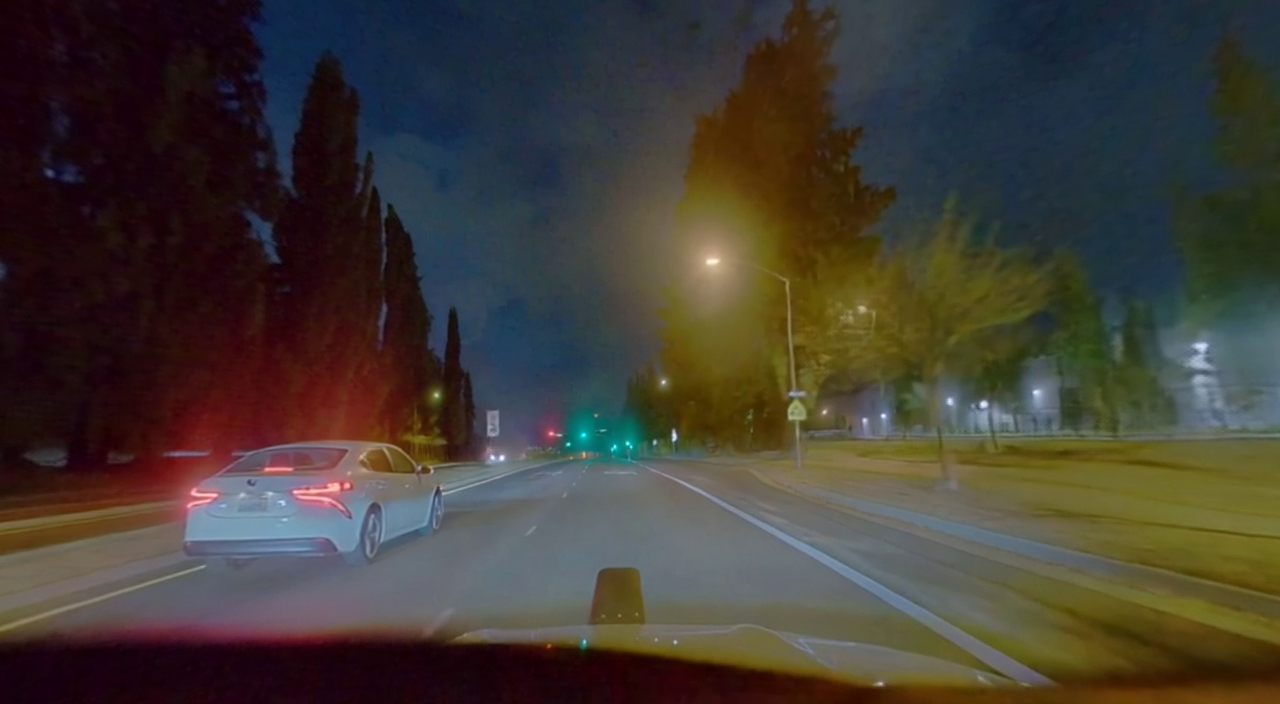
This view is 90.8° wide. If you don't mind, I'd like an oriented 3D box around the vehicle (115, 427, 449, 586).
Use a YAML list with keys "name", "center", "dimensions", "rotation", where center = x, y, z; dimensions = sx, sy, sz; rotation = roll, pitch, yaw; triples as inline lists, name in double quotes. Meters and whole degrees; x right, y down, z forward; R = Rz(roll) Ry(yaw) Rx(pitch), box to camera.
- name: "vehicle"
  center: [-4.151, 1.831, 8.364]
  dimensions: [1.915, 1.521, 4.283]
  rotation: [0, -9, 0]
